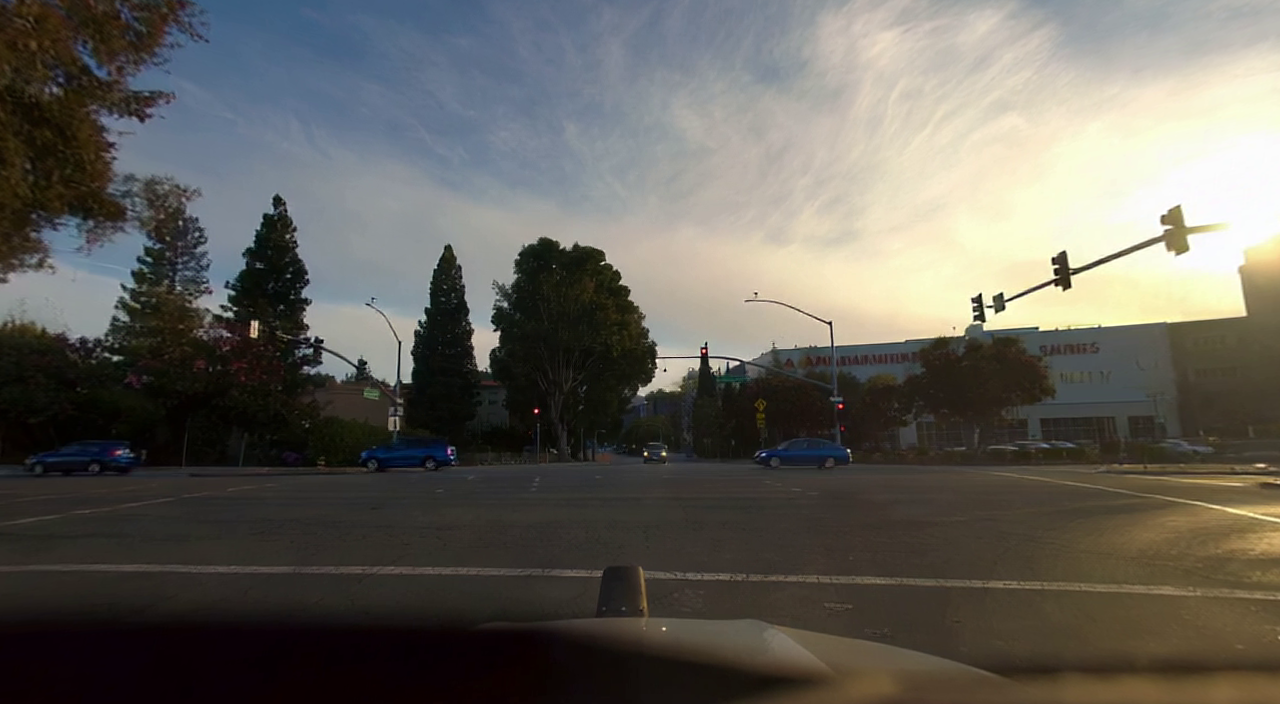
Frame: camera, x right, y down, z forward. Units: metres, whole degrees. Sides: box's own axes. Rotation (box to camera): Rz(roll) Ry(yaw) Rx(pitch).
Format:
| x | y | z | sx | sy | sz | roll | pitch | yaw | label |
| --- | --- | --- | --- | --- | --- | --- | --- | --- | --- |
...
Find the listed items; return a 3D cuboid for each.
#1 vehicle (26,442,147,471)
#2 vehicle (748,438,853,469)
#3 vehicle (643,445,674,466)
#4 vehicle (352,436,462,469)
| x | y | z | sx | sy | sz | roll | pitch | yaw | label |
| --- | --- | --- | --- | --- | --- | --- | --- | --- | --- |
| -28.136 | 5.307 | 32.131 | 4.443 | 1.426 | 1.778 | 0 | -9 | 0 | vehicle |
| 7.790 | 4.961 | 30.953 | 4.681 | 1.465 | 1.820 | 0 | -9 | 2 | vehicle |
| 1.297 | 7.634 | 46.475 | 2.132 | 1.449 | 4.235 | 0 | -9 | 0 | vehicle |
| -11.600 | 5.035 | 31.546 | 4.735 | 1.588 | 1.877 | 0 | -9 | 2 | vehicle |
